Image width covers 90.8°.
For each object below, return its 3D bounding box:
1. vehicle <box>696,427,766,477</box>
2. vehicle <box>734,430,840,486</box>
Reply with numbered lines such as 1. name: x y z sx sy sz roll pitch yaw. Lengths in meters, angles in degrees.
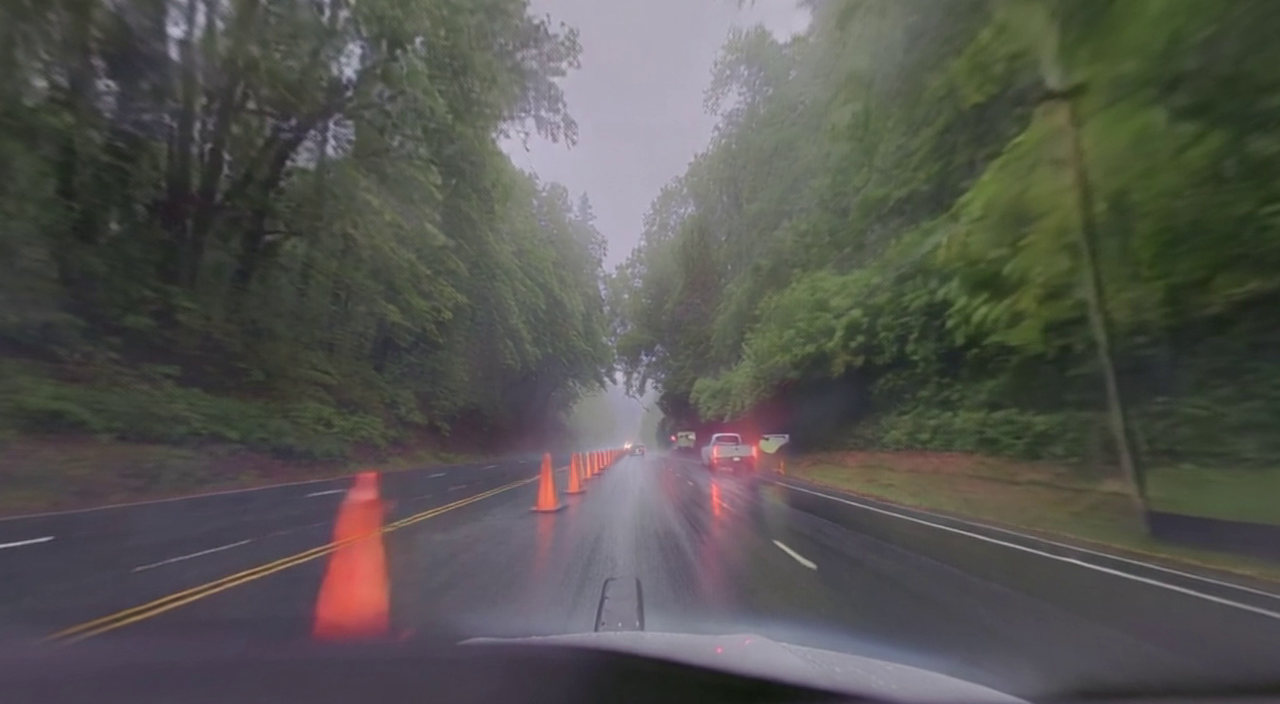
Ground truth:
1. vehicle: 4.685 5.439 33.704 2.694 2.177 6.177 1 -13 -1
2. vehicle: 5.722 4.241 25.697 2.294 1.949 6.246 0 -8 -5
